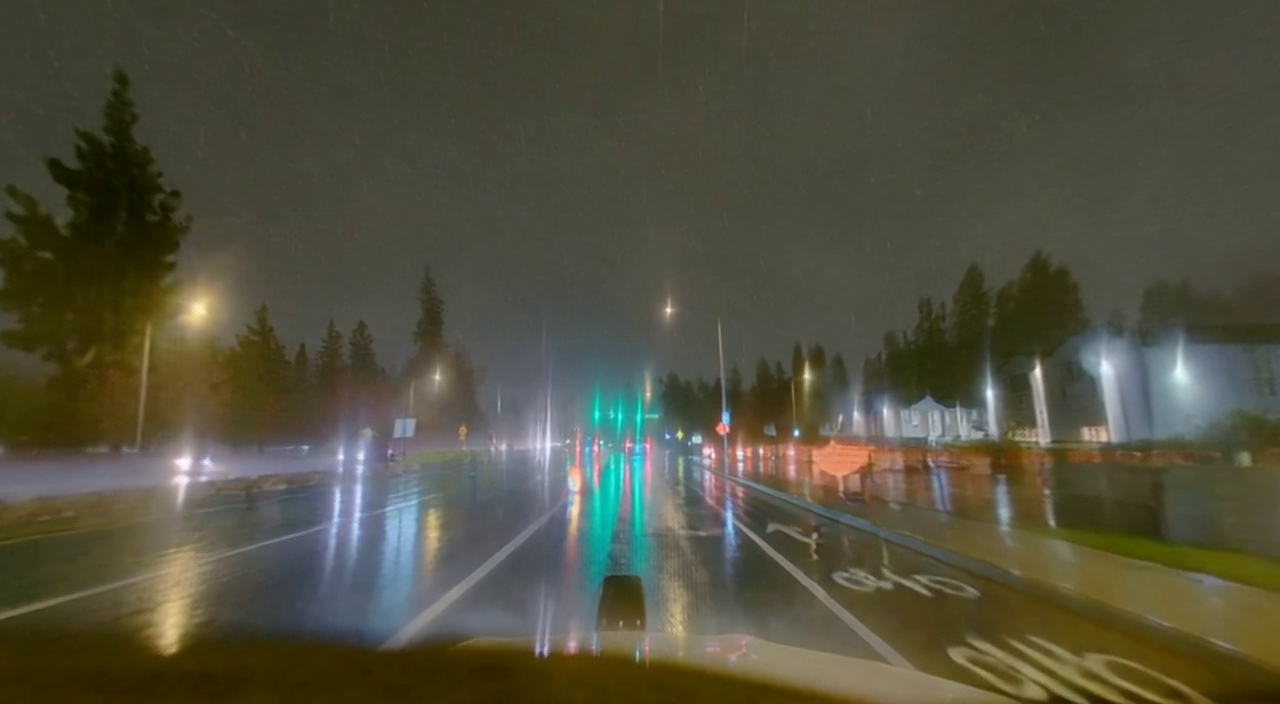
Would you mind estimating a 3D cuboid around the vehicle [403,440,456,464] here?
[{"bbox_3d":[-14.152,6.713,42.530,1.953,1.509,4.452,0,-8,1],"label":"vehicle"}]

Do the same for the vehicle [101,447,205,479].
[{"bbox_3d":[-24.788,5.643,32.278,1.834,1.502,4.346,0,-8,0],"label":"vehicle"}]

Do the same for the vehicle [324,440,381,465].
[{"bbox_3d":[-20.965,7.346,46.146,2.020,1.685,4.491,0,-8,0],"label":"vehicle"}]

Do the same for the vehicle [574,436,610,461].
[{"bbox_3d":[-3.336,6.805,44.649,2.198,1.663,4.519,0,-8,1],"label":"vehicle"}]
